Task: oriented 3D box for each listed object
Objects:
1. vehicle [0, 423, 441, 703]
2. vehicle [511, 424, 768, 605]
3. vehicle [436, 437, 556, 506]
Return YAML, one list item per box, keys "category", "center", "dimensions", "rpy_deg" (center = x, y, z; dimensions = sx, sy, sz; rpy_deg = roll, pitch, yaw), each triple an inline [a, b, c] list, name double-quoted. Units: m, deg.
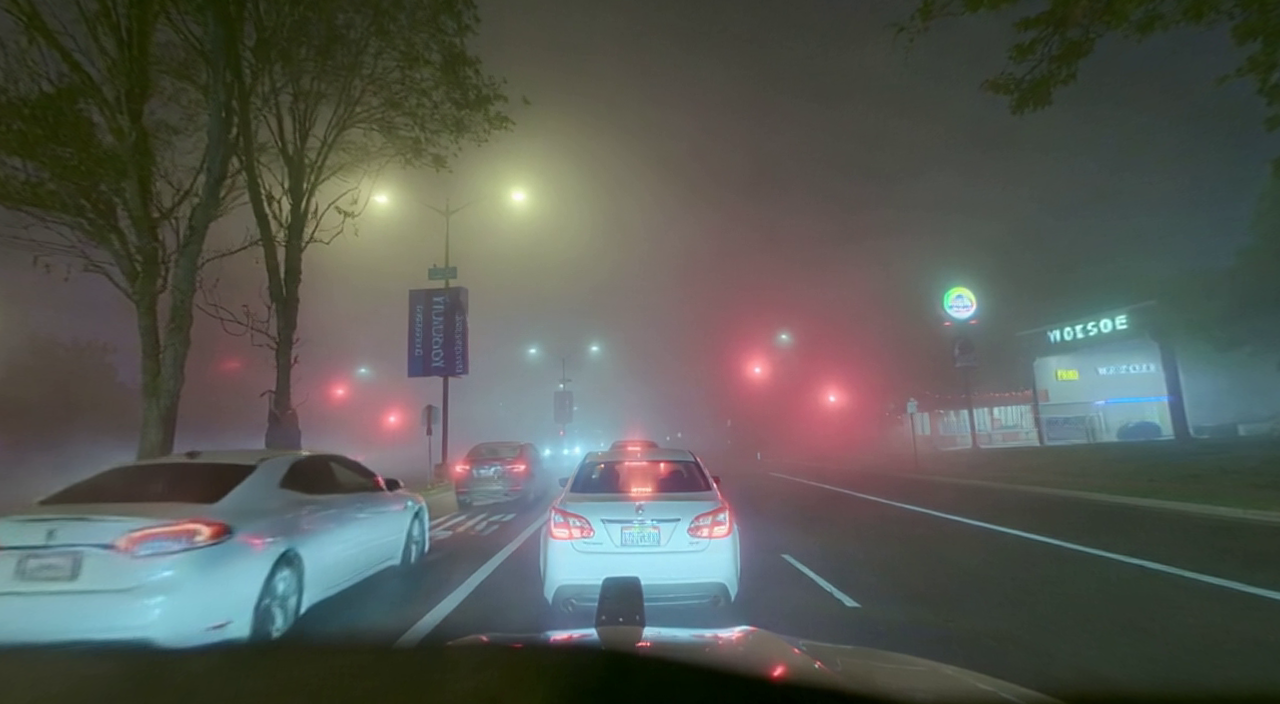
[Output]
- category: "vehicle"
  center: [-3.352, 1.402, 5.337]
  dimensions: [1.952, 1.431, 4.383]
  rpy_deg: [0, -8, -1]
- category: "vehicle"
  center: [-0.062, 1.642, 7.292]
  dimensions: [2.126, 1.475, 3.967]
  rpy_deg: [0, -8, -2]
- category: "vehicle"
  center: [-3.459, 2.947, 16.098]
  dimensions: [1.961, 1.487, 4.453]
  rpy_deg: [0, -8, 1]
